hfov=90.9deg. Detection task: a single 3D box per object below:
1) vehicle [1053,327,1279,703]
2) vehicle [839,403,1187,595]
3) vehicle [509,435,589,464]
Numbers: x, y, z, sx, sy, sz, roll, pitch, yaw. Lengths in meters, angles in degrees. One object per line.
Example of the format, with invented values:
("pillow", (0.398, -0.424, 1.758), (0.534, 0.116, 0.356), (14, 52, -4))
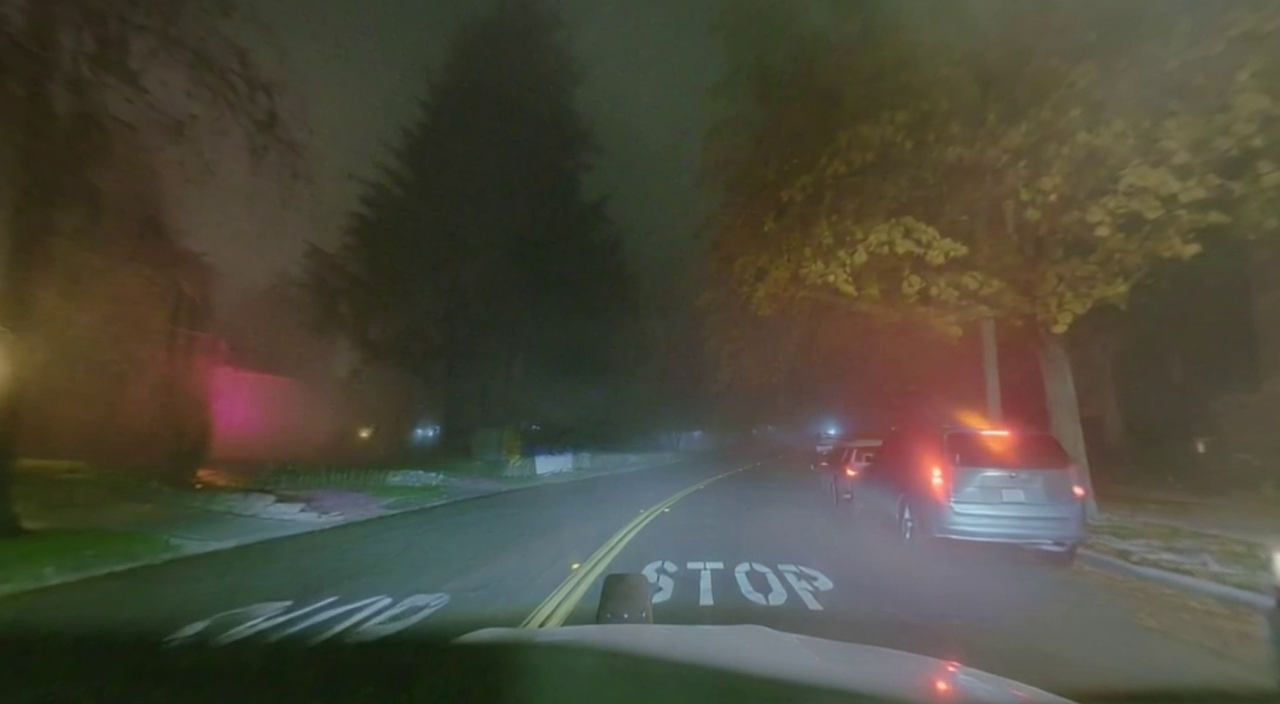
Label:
("vehicle", (3.301, 0.561, 0.729), (2.692, 1.649, 4.689), (-1, -9, 4))
("vehicle", (4.190, 1.708, 8.292), (2.303, 1.733, 4.687), (-2, -9, 9))
("vehicle", (-5.968, 6.428, 41.443), (4.870, 1.813, 1.910), (-3, -9, 15))
